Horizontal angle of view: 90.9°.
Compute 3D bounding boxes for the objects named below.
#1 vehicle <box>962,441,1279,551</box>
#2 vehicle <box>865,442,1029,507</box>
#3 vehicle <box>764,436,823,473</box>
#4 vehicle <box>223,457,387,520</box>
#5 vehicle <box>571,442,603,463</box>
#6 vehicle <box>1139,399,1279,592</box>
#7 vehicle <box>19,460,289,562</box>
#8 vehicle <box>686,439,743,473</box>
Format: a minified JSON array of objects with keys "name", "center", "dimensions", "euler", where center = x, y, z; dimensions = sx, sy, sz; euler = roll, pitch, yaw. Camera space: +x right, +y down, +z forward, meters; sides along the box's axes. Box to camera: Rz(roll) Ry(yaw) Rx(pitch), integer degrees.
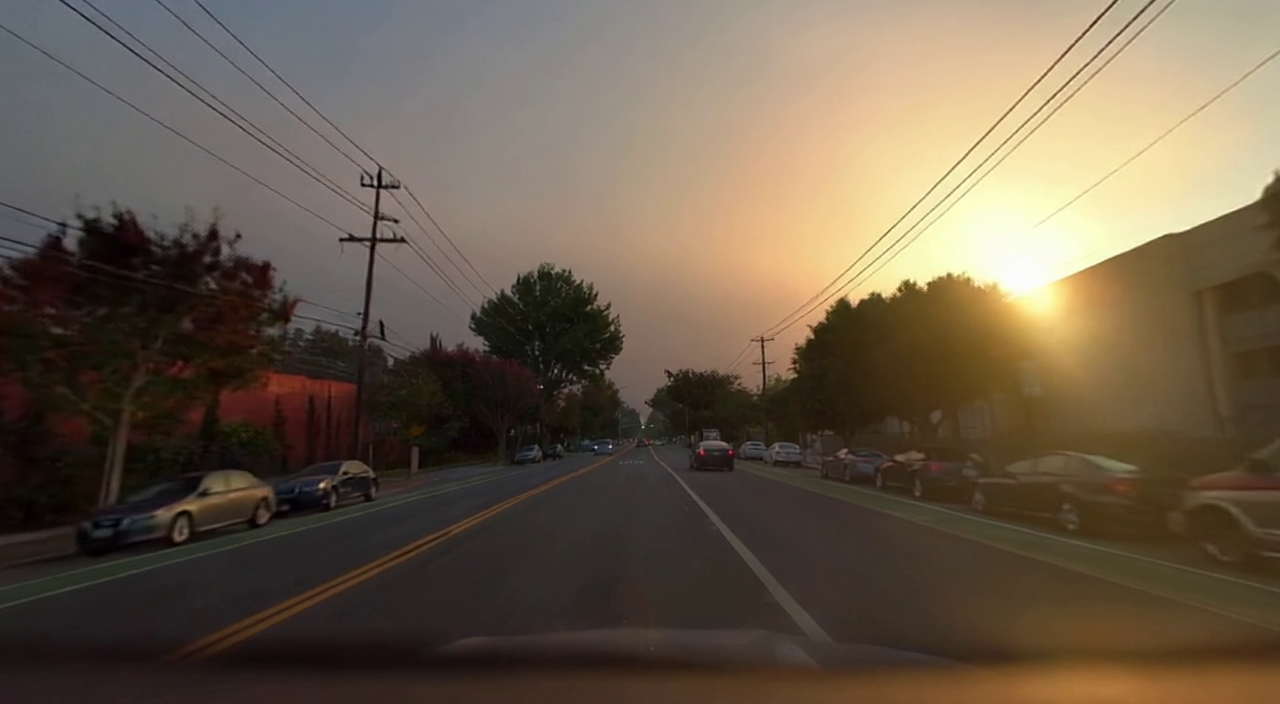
[{"name":"vehicle","center":[7.687,2.265,10.709],"dimensions":[1.943,1.441,4.494],"euler":[0,-9,-2]},{"name":"vehicle","center":[7.892,3.164,16.831],"dimensions":[2.093,1.472,4.434],"euler":[0,-9,-1]},{"name":"vehicle","center":[7.939,5.354,33.086],"dimensions":[1.879,1.765,4.339],"euler":[0,-9,-1]},{"name":"vehicle","center":[-9.340,3.801,18.174],"dimensions":[2.117,1.474,4.740],"euler":[0,-9,0]},{"name":"vehicle","center":[-4.028,7.704,48.404],"dimensions":[1.989,1.474,4.112],"euler":[-1,-9,2]},{"name":"vehicle","center":[7.625,1.256,5.084],"dimensions":[2.250,1.935,6.052],"euler":[0,-9,0]},{"name":"vehicle","center":[-9.426,3.057,12.859],"dimensions":[1.944,1.524,4.404],"euler":[-2,-9,1]},{"name":"vehicle","center":[3.519,5.029,30.643],"dimensions":[2.059,1.489,4.629],"euler":[0,-9,-2]}]
